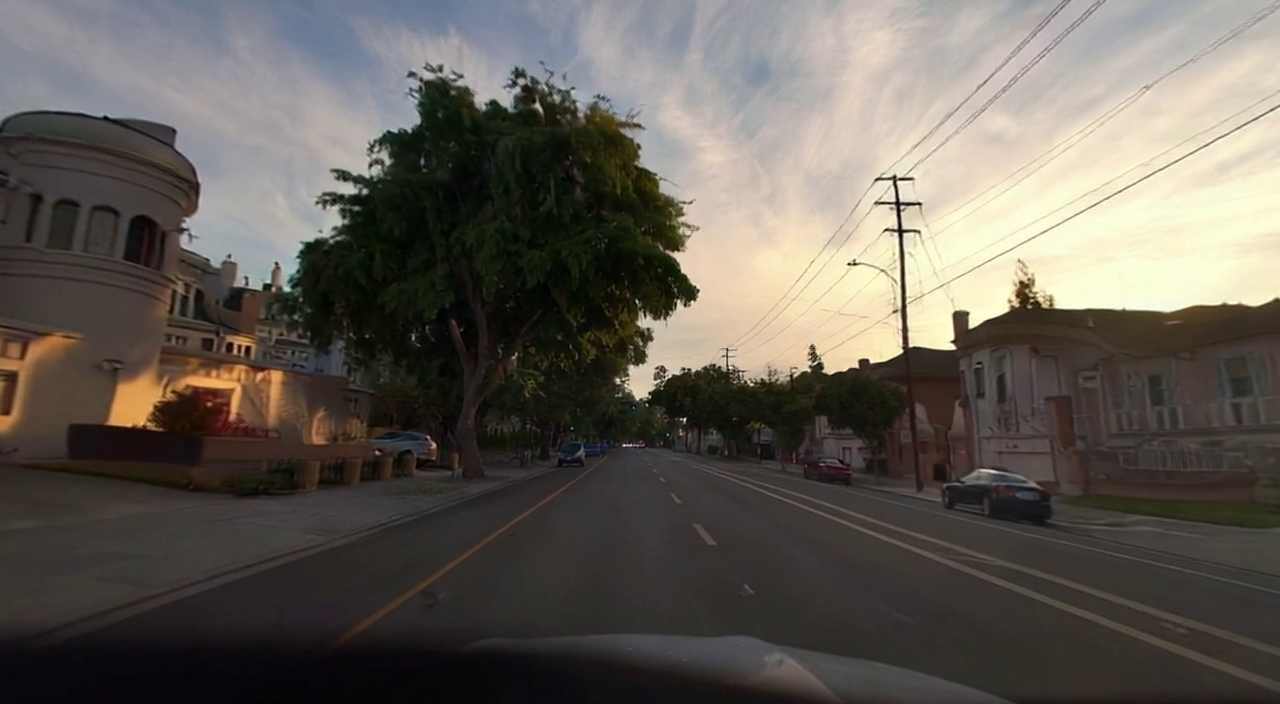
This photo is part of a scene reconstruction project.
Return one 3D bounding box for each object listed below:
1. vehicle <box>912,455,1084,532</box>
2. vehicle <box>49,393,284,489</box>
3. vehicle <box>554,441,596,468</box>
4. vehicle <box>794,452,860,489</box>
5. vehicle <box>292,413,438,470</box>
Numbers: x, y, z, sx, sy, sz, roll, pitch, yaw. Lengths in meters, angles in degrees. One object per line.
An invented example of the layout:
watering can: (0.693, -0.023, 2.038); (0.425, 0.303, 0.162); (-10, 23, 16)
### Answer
vehicle: (9.555, 3.743, 17.396); (1.977, 1.495, 4.800); (8, -9, 1)
vehicle: (-11.347, 2.116, 15.292); (4.314, 1.790, 2.035); (3, -8, 13)
vehicle: (-3.765, 6.050, 37.452); (2.021, 1.475, 4.523); (0, -9, 0)
vehicle: (9.324, 5.922, 31.902); (1.930, 1.456, 4.511); (8, -9, 1)
vehicle: (-10.853, 3.590, 25.278); (4.702, 1.828, 2.226); (4, -9, -1)
